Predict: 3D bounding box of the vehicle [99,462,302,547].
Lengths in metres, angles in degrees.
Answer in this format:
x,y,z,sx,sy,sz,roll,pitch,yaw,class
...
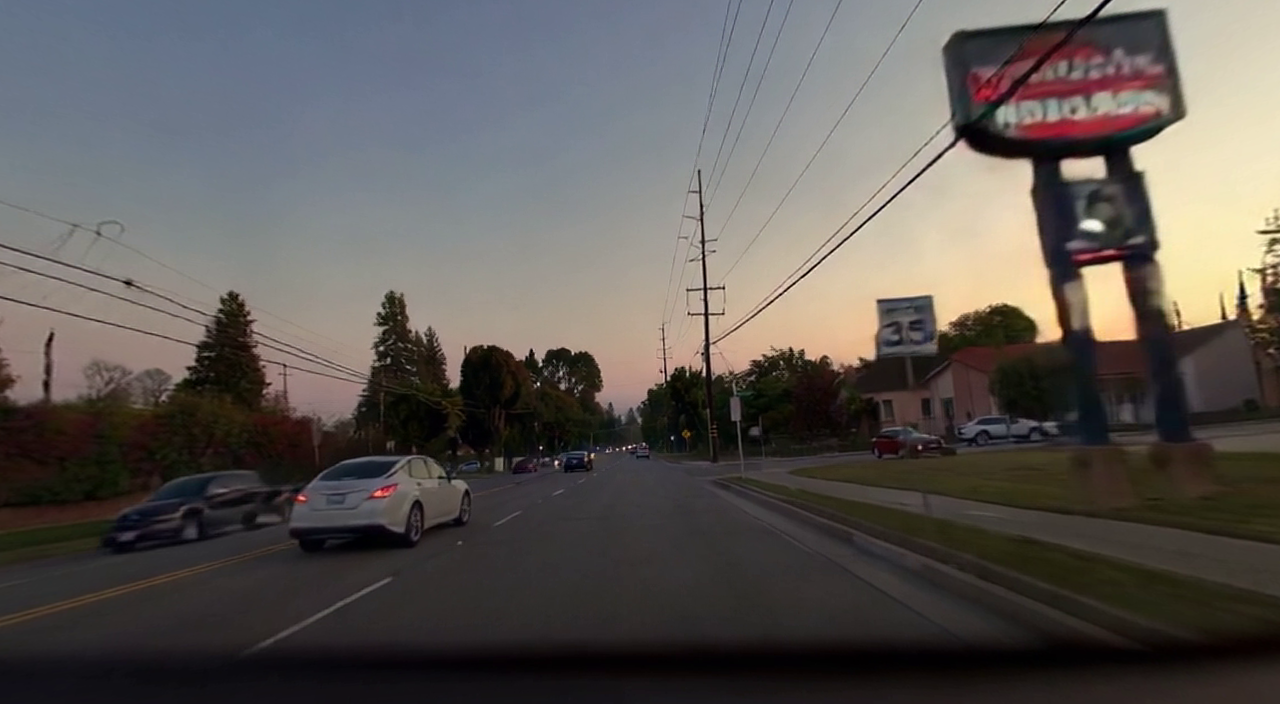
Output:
x,y,z,sx,sy,sz,roll,pitch,yaw,class
-11.262,3.871,16.696,2.097,1.581,4.583,-7,-9,0,vehicle

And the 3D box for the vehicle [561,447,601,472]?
x,y,z,sx,sy,sz,roll,pitch,yaw,class
-3.569,6.577,38.856,1.943,1.455,4.414,-1,-9,2,vehicle

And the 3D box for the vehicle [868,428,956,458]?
x,y,z,sx,sy,sz,roll,pitch,yaw,class
14.188,4.783,33.101,3.830,1.474,1.771,-2,-9,9,vehicle

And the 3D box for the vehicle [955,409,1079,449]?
x,y,z,sx,sy,sz,roll,pitch,yaw,class
19.142,3.986,32.333,4.817,1.919,2.308,-1,-9,8,vehicle

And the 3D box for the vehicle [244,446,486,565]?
x,y,z,sx,sy,sz,roll,pitch,yaw,class
-3.953,2.240,10.104,1.704,1.430,4.587,0,-9,1,vehicle
